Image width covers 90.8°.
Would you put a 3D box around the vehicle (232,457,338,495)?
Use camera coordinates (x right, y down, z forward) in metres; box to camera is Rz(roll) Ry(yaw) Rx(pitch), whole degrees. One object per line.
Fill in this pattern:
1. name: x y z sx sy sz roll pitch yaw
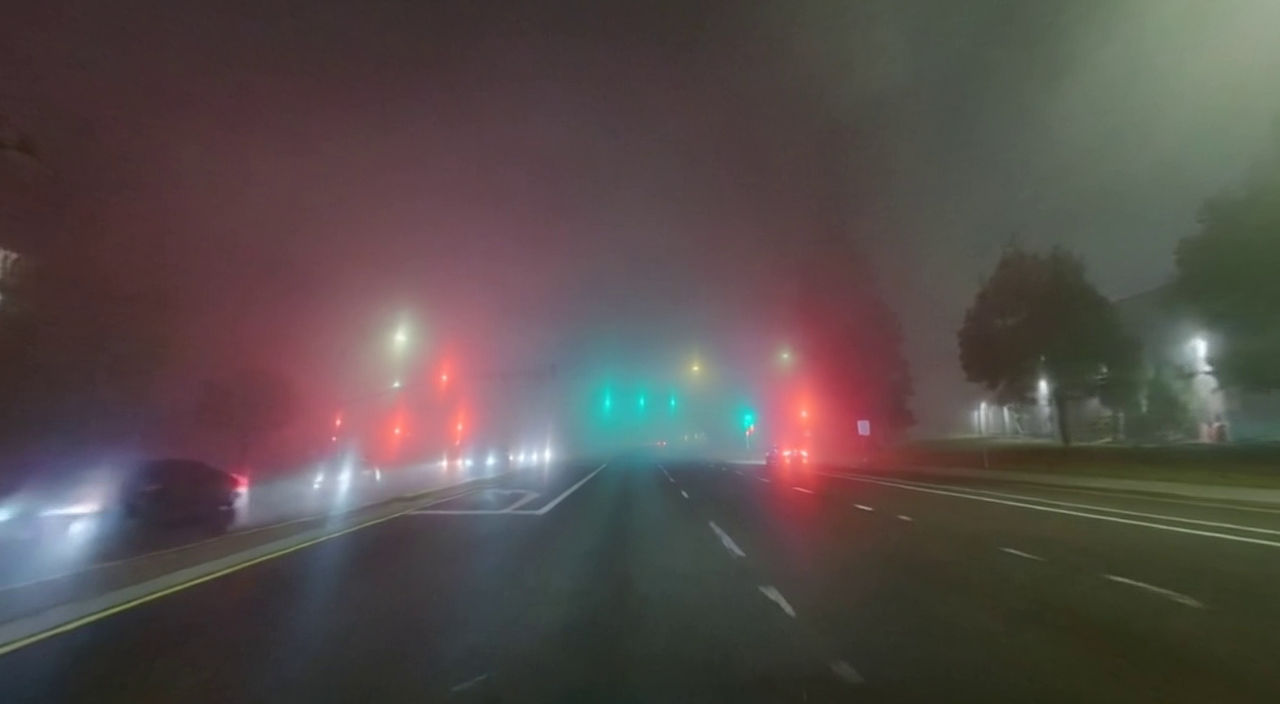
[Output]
1. vehicle: -15.451 5.390 27.845 1.989 1.460 4.711 0 -9 -1

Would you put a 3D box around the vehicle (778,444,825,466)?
1. vehicle: 11.469 7.363 45.164 1.955 1.455 4.727 0 -9 -2

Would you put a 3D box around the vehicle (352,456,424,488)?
1. vehicle: -11.830 5.622 29.927 1.880 1.344 3.782 0 -8 -1

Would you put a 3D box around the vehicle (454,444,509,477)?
1. vehicle: -8.939 6.161 36.095 2.035 1.711 4.463 0 -9 -1

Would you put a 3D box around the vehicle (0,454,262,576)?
1. vehicle: -8.515 2.399 10.162 2.140 1.460 4.449 0 -9 -1
